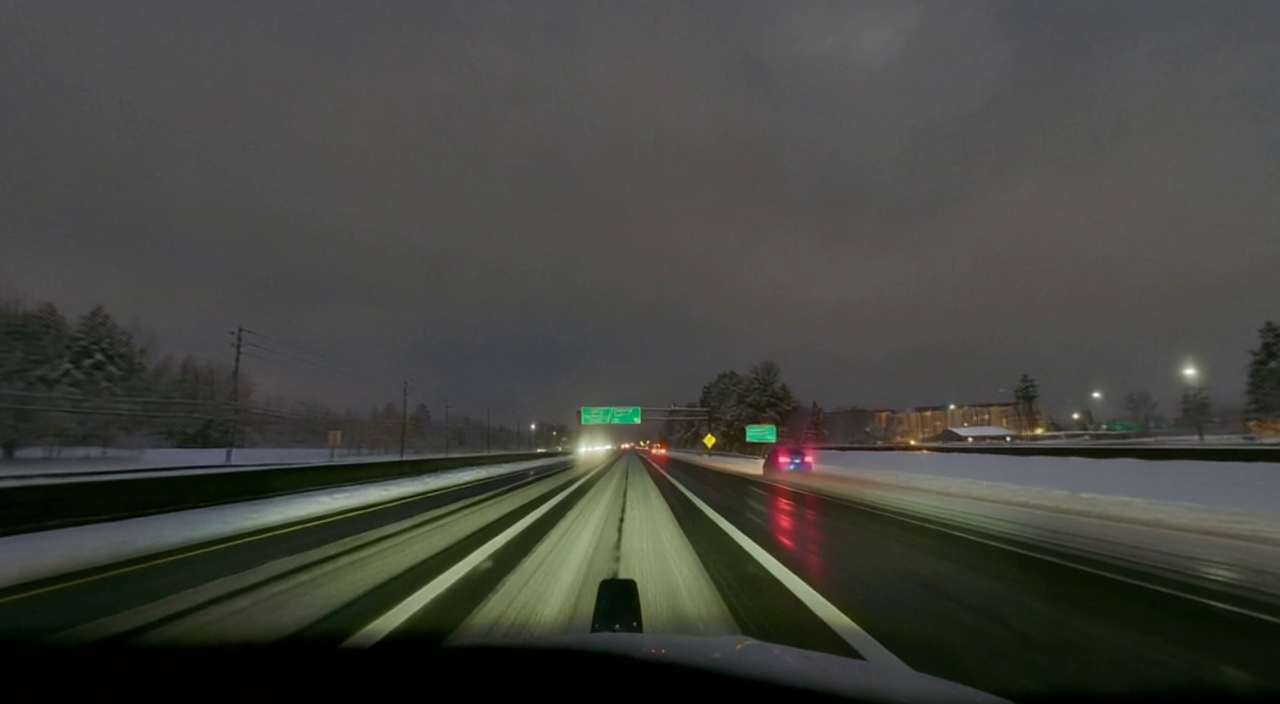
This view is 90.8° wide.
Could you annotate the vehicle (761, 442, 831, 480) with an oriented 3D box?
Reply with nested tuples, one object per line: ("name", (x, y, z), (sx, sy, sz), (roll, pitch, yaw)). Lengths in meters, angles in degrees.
("vehicle", (6.801, 4.769, 28.025), (1.958, 1.498, 4.447), (0, -8, 0))
